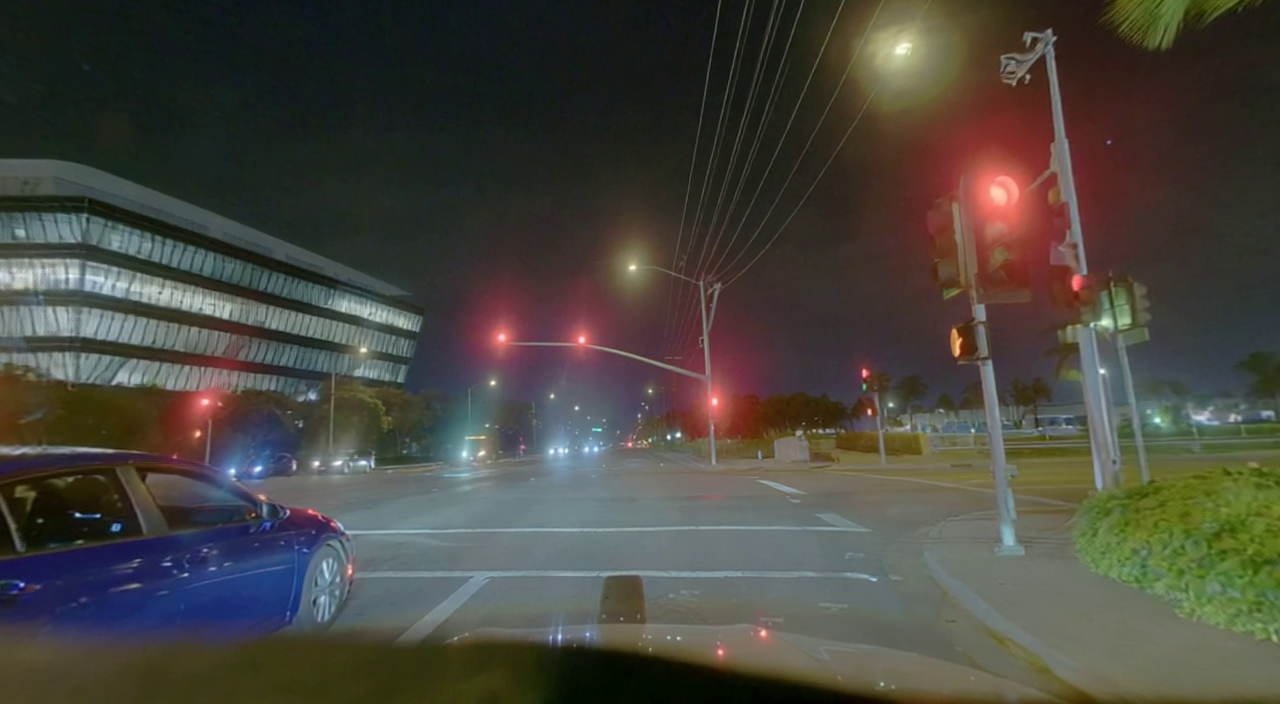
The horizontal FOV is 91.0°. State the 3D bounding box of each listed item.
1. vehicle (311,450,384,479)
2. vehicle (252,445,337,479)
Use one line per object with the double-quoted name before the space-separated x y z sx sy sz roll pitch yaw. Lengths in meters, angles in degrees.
"vehicle" -15.358 5.924 33.302 1.875 1.389 3.784 0 -9 3
"vehicle" -19.086 6.098 35.081 2.017 1.739 4.569 0 -9 1
